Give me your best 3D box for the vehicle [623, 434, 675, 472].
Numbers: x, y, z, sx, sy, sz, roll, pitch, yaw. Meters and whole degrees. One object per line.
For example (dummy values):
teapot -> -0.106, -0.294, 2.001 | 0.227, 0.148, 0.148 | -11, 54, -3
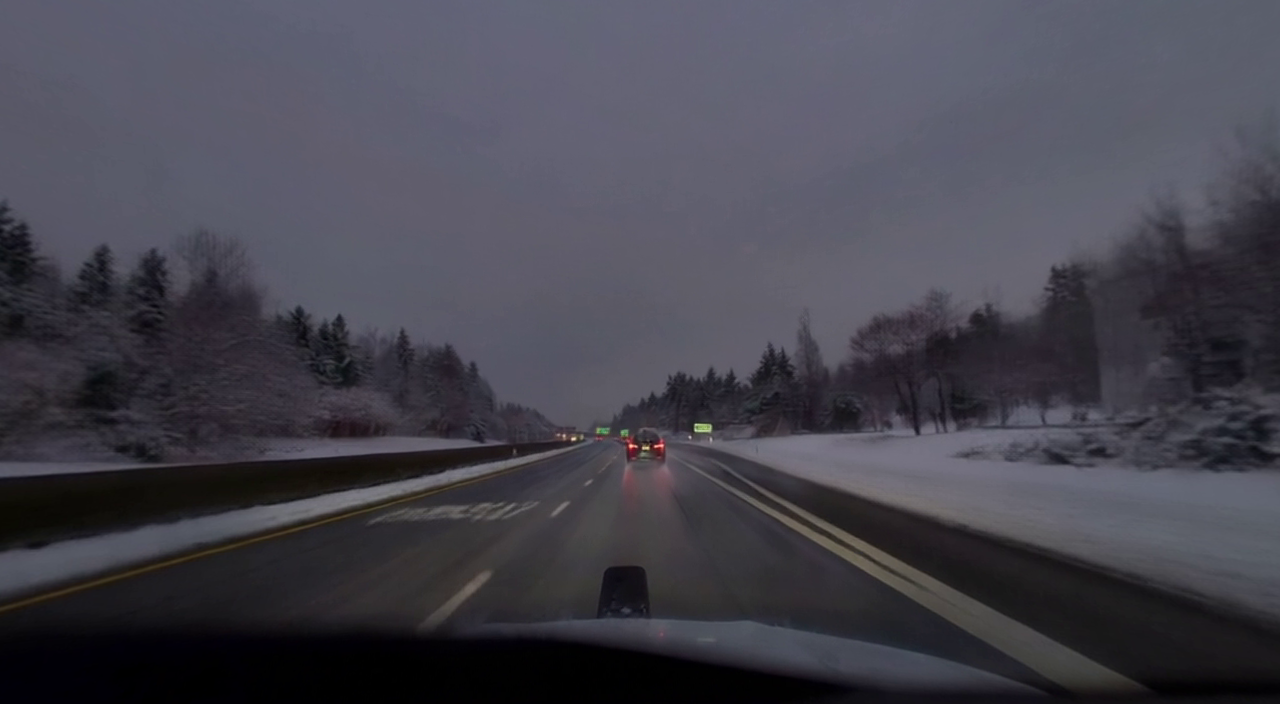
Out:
vehicle -> 0.375, 4.458, 27.915 | 2.130, 1.512, 4.057 | 0, -8, 1
